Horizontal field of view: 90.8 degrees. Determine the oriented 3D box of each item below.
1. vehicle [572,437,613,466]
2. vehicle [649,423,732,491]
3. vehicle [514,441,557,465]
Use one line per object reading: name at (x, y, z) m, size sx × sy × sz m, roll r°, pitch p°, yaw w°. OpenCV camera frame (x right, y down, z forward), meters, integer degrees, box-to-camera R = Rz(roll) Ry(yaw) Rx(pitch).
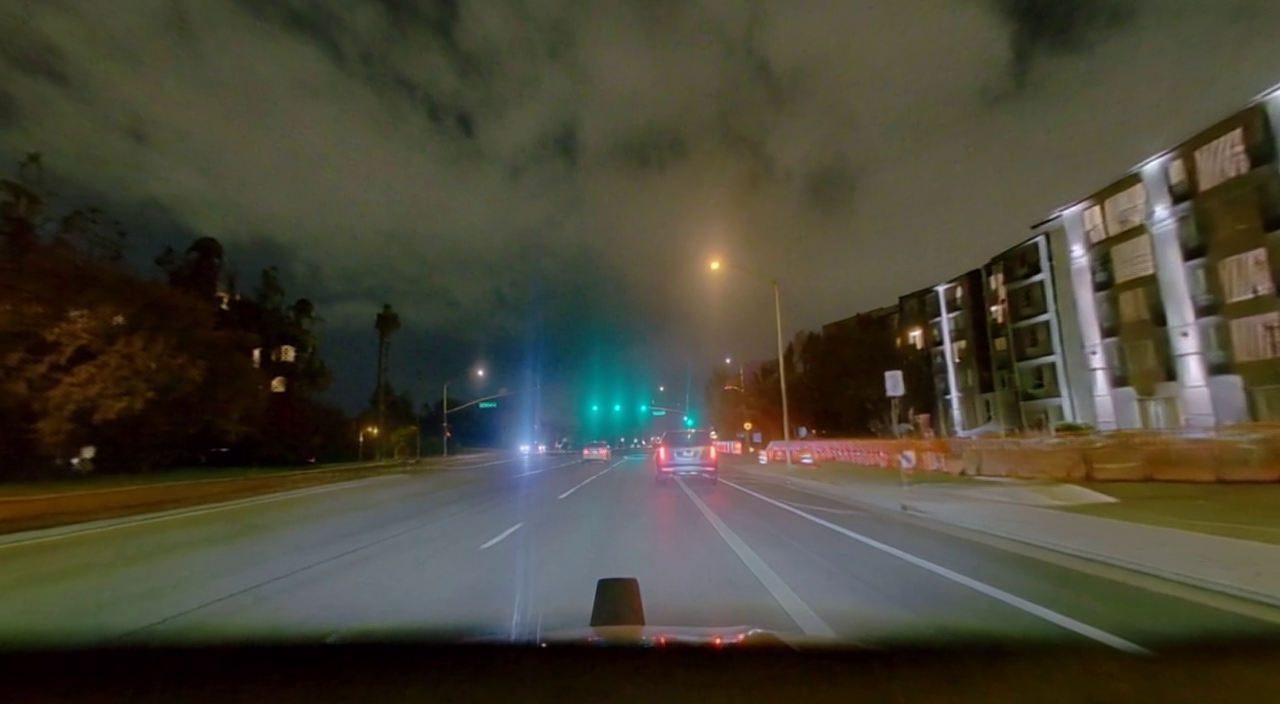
vehicle at (-2.839, 6.040, 38.457) m, size 2.121 × 1.654 × 3.993 m, roll 0°, pitch -8°, yaw 1°
vehicle at (1.421, 3.190, 19.485) m, size 2.197 × 1.835 × 4.316 m, roll 0°, pitch -8°, yaw 0°
vehicle at (-6.895, 6.689, 42.092) m, size 1.928 × 1.488 × 4.635 m, roll 0°, pitch -8°, yaw 2°
